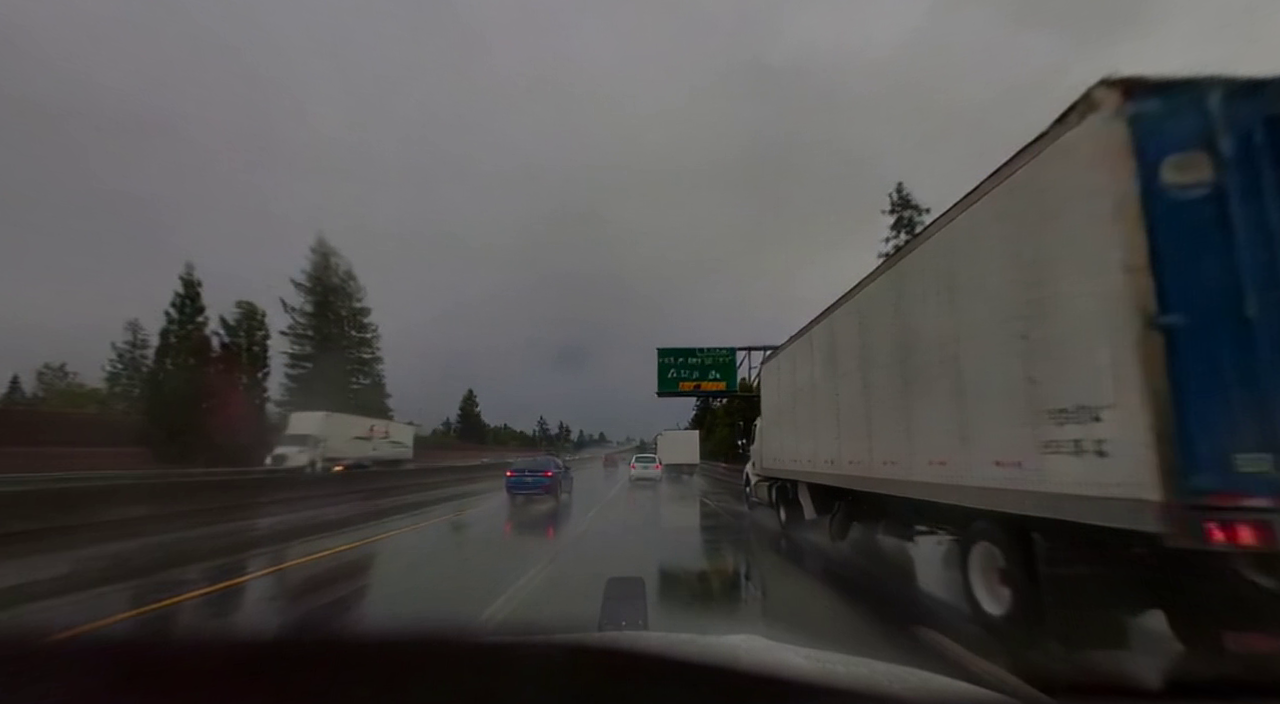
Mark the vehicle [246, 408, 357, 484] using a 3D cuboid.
[{"bbox_3d":[-19.597,5.526,37.004,3.015,4.041,5.879,0,-9,0],"label":"vehicle"}]

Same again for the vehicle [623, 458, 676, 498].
[{"bbox_3d":[0.374,5.256,26.650,2.089,1.516,4.191,0,-9,0],"label":"vehicle"}]

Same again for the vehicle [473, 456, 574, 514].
[{"bbox_3d":[-3.281,3.846,18.657,2.105,1.467,4.099,0,-9,1],"label":"vehicle"}]

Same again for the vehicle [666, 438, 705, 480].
[{"bbox_3d":[3.582,8.227,48.397,2.650,2.978,6.937,-1,-10,6],"label":"vehicle"}]

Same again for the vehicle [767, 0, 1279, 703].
[{"bbox_3d":[4.759,1.021,9.789,2.877,4.035,13.897,0,-9,1],"label":"vehicle"}]
